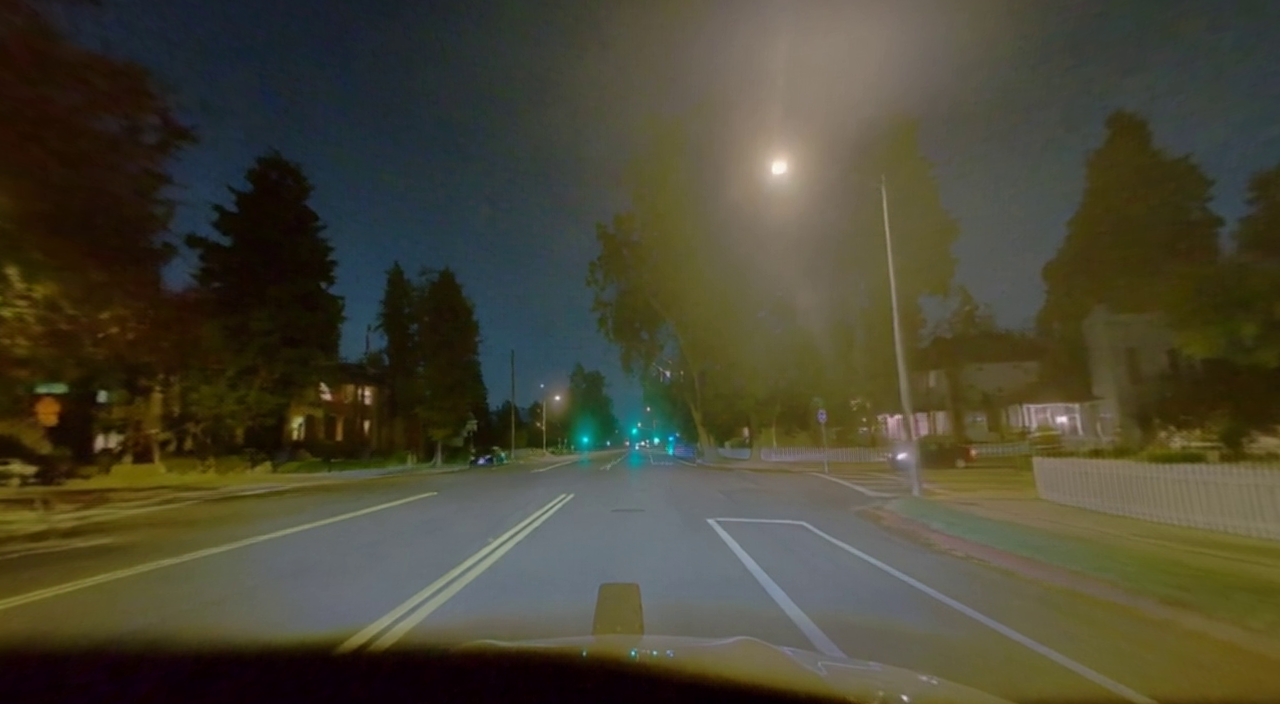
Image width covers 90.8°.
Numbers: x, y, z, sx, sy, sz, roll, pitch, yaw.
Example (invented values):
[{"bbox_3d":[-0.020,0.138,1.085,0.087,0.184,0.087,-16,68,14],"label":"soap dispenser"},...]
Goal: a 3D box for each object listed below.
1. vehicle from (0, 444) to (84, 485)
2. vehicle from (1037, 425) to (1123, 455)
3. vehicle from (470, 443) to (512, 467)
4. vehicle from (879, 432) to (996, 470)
[{"bbox_3d":[-30.608,5.404,30.675,5.077,1.866,2.236,0,-8,3],"label":"vehicle"},{"bbox_3d":[26.981,5.442,38.915,2.000,1.773,4.469,0,-8,-1],"label":"vehicle"},{"bbox_3d":[-11.048,7.646,47.220,2.049,1.527,4.677,-4,-8,-1],"label":"vehicle"},{"bbox_3d":[14.308,4.789,30.597,4.635,1.706,1.954,0,-8,2],"label":"vehicle"}]
